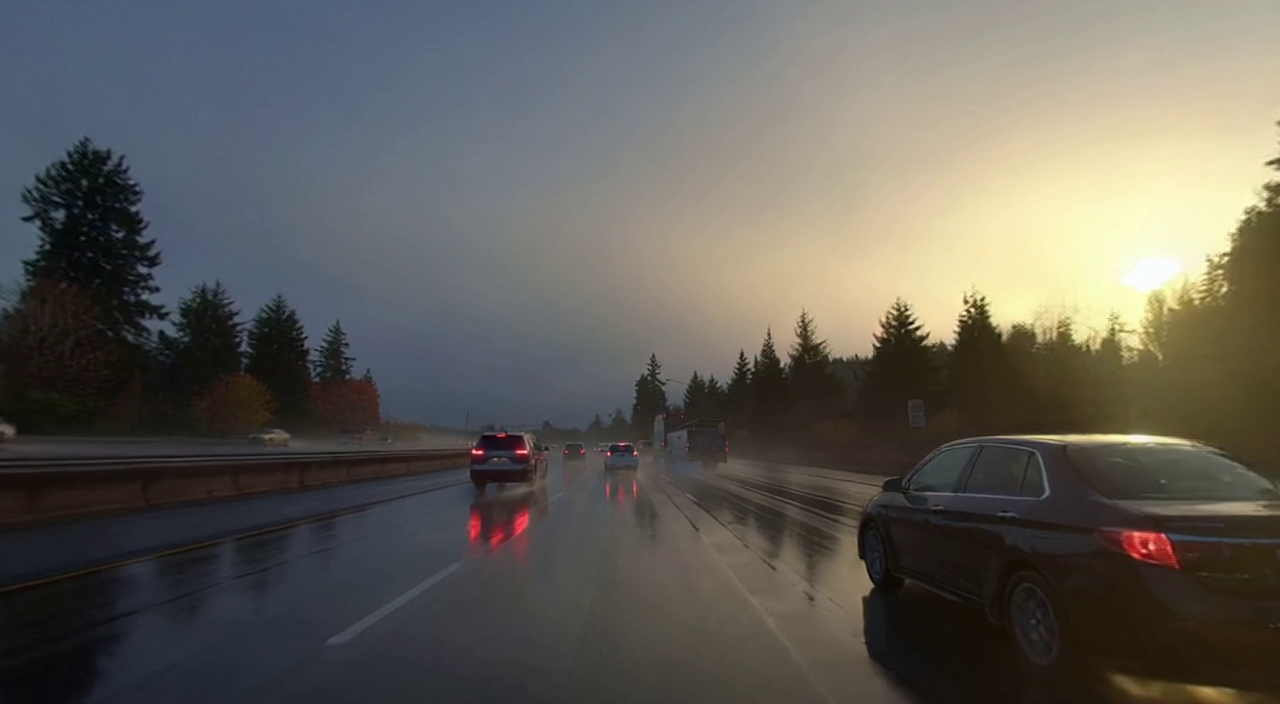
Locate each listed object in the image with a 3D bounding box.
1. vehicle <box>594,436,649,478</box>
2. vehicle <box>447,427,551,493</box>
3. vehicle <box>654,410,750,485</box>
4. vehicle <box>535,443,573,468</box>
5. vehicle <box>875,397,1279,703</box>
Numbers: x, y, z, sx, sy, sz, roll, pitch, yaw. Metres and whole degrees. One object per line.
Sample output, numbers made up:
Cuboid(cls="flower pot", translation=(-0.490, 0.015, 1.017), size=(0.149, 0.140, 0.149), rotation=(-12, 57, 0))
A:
Cuboid(cls="vehicle", translation=(-0.793, 4.597, 27.860), size=(2.235, 1.682, 4.094), rotation=(0, -9, -1))
Cuboid(cls="vehicle", translation=(-4.176, 3.298, 19.550), size=(2.176, 1.783, 4.799), rotation=(0, -9, -1))
Cuboid(cls="vehicle", translation=(2.870, 5.129, 34.124), size=(3.426, 3.279, 12.313), rotation=(1, -8, -3))
Cuboid(cls="vehicle", translation=(-5.306, 6.420, 39.287), size=(1.907, 1.484, 3.954), rotation=(1, -9, -1))
Cuboid(cls="vehicle", translation=(3.092, 1.100, 3.286), size=(2.031, 1.504, 4.327), rotation=(0, -9, 0))
